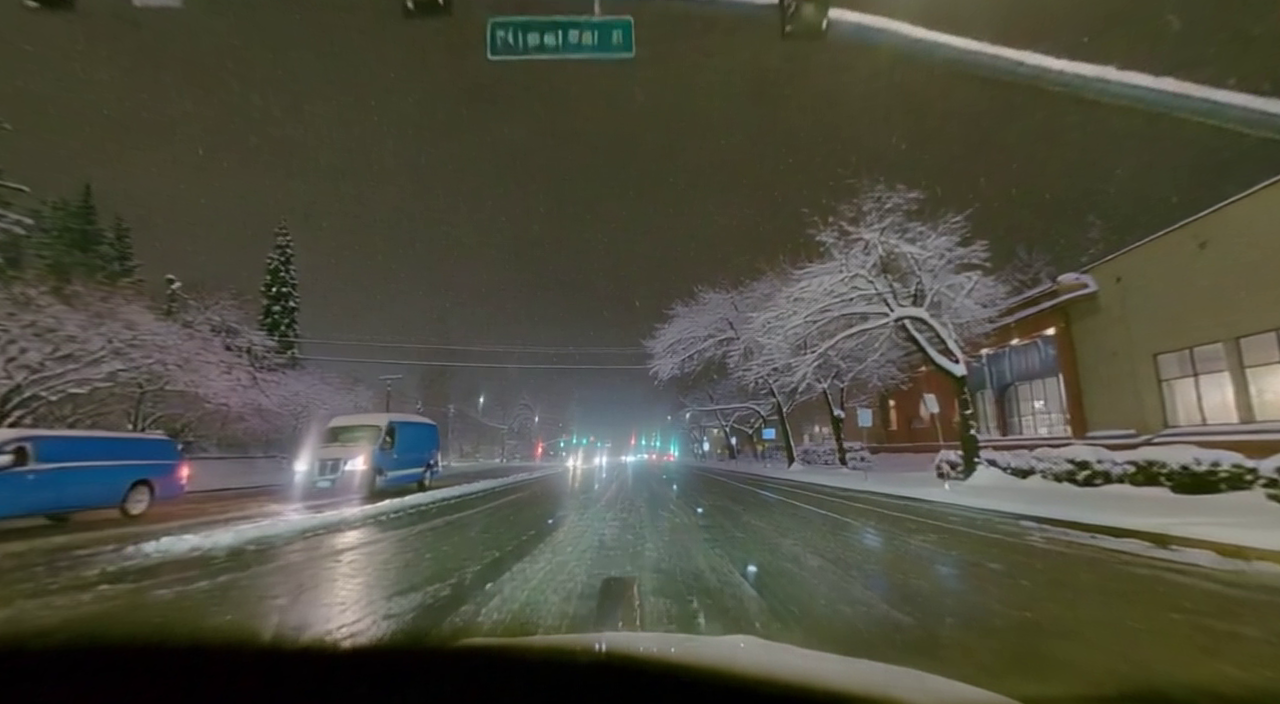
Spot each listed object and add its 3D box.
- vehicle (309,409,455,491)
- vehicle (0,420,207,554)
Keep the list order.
[{"bbox_3d":[-9.593,3.783,24.519,2.509,2.712,7.034,0,-9,2],"label":"vehicle"},{"bbox_3d":[-9.165,1.944,9.529,2.074,1.681,4.417,0,-9,0],"label":"vehicle"}]
